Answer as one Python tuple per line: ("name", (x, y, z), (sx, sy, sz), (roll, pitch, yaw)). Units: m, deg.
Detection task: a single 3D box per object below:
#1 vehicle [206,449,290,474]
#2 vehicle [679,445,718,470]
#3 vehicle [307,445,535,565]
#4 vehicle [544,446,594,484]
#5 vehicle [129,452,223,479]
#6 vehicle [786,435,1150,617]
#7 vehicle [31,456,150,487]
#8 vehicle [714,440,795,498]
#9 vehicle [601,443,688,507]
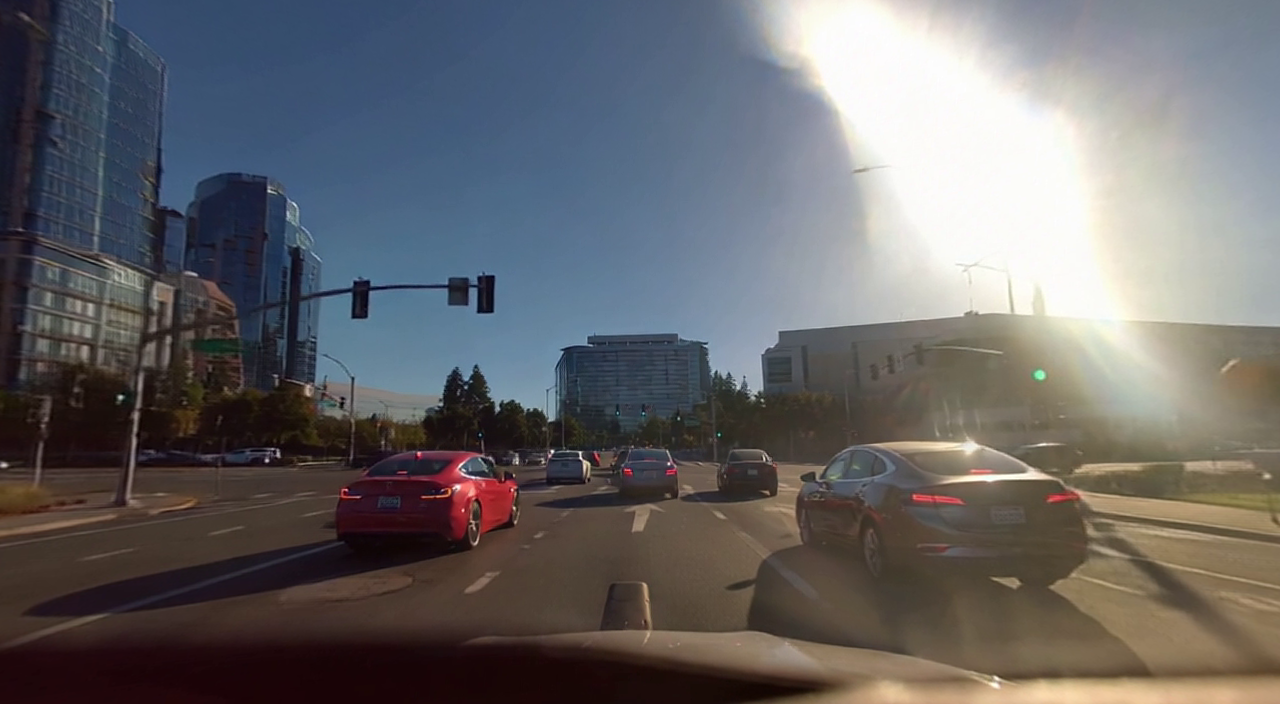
("vehicle", (-29.162, 8.126, 46.989), (4.916, 1.793, 2.082), (-1, -9, 3))
("vehicle", (4.015, 7.309, 44.015), (2.138, 1.624, 4.417), (0, -9, -1))
("vehicle", (-3.122, 2.256, 10.164), (2.015, 1.478, 4.407), (-1, -8, 1))
("vehicle", (-3.205, 5.052, 28.515), (2.089, 1.537, 4.073), (1, -9, -6))
("vehicle", (-30.275, 7.383, 41.201), (4.427, 1.629, 2.213), (-1, -9, 2))
("vehicle", (3.342, 1.836, 7.748), (1.951, 1.522, 4.614), (0, -8, 0))
("vehicle", (-29.694, 6.457, 34.149), (4.551, 1.533, 2.070), (-1, -8, 1))
("vehicle", (3.703, 3.849, 21.112), (1.938, 1.732, 4.006), (0, -9, 0))
("vehicle", (0.062, 3.396, 17.851), (2.144, 1.563, 4.218), (0, -9, -1))
